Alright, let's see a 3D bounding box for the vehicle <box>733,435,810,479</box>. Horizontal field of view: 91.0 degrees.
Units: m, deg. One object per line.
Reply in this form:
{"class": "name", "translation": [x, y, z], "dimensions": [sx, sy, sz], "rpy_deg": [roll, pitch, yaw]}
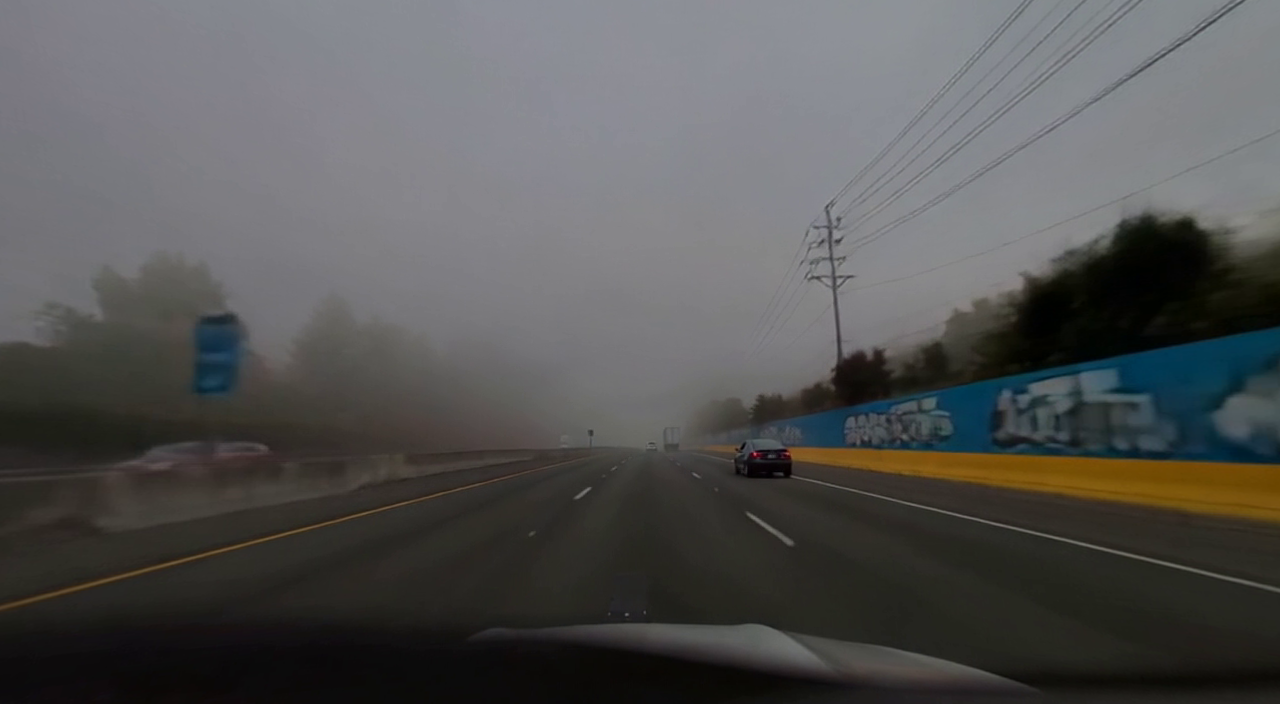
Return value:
{"class": "vehicle", "translation": [4.851, 3.937, 23.811], "dimensions": [1.991, 1.494, 3.951], "rpy_deg": [0, -8, -1]}
